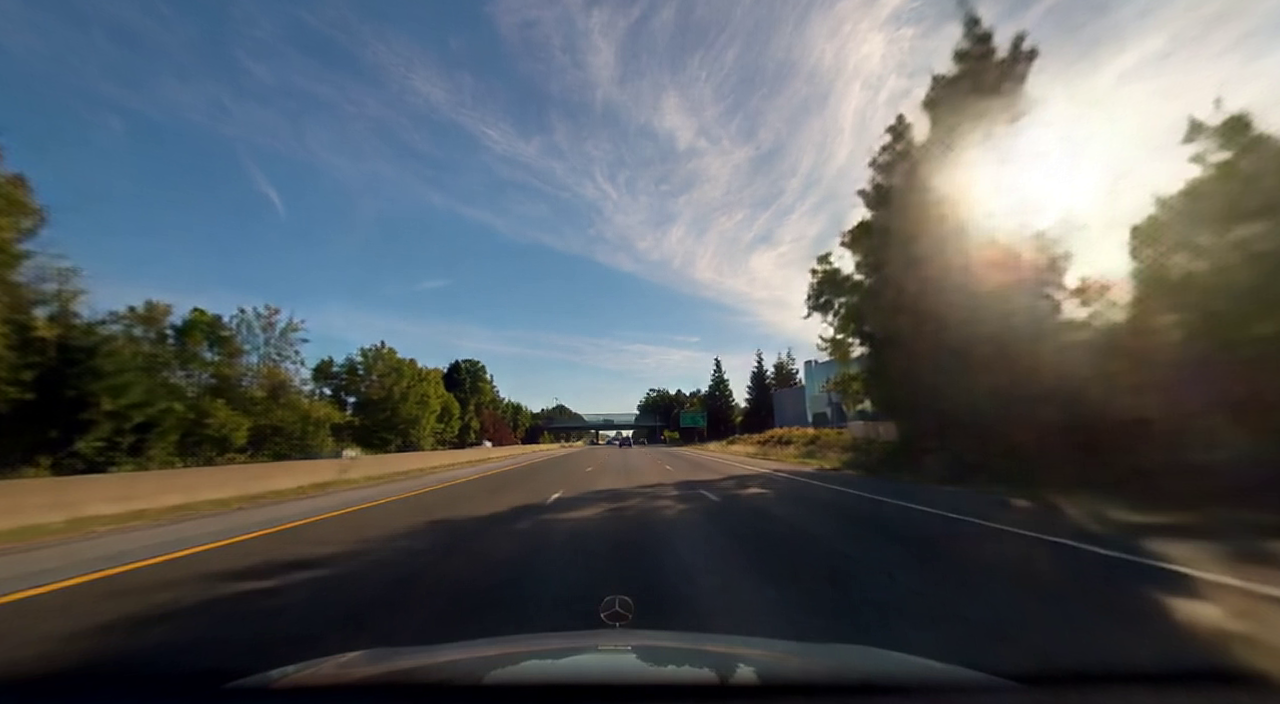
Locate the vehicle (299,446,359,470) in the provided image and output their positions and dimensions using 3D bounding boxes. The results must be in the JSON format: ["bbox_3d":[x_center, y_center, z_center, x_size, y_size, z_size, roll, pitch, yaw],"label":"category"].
[{"bbox_3d":[-20.586,7.000,41.861,1.957,1.464,4.090,0,-8,-1],"label":"vehicle"}]
